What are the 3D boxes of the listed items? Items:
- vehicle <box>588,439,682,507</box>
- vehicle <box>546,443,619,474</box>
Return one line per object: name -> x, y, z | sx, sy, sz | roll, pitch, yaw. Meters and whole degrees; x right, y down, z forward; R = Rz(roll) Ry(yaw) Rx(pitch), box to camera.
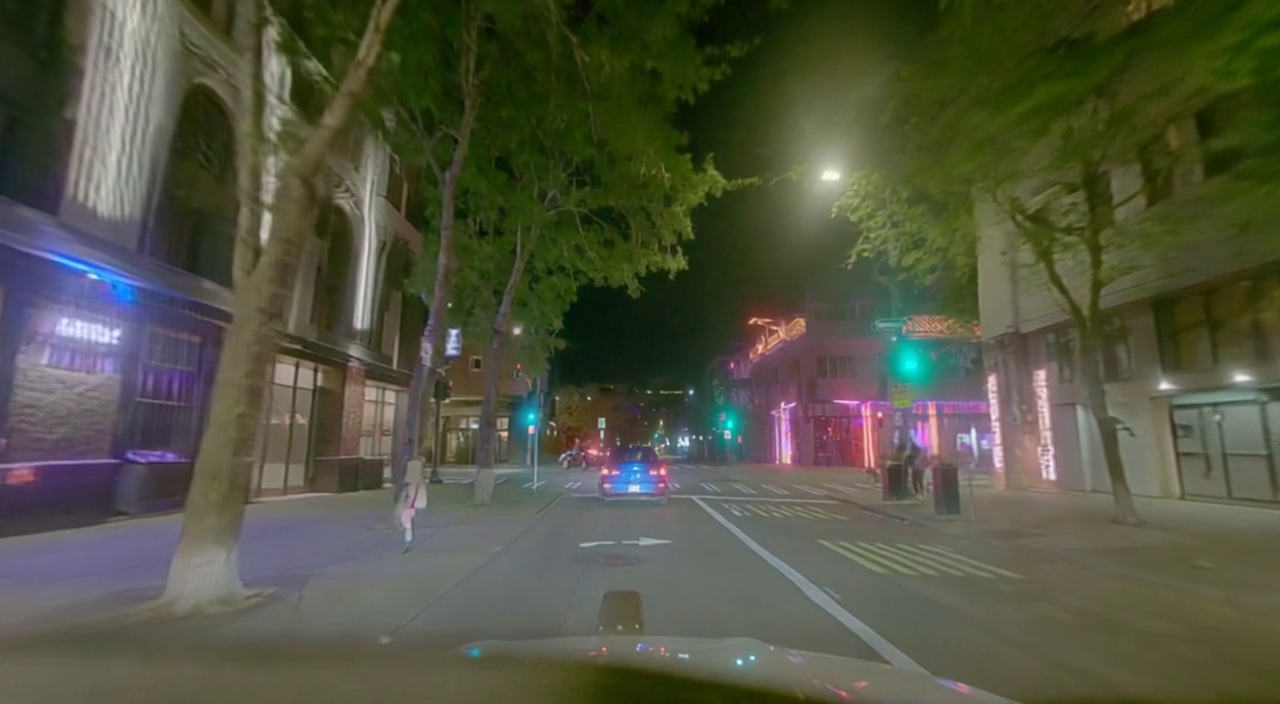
vehicle -> -0.146, 3.057, 16.440 | 2.106, 1.482, 4.459 | 0, -9, -1
vehicle -> -3.124, 5.581, 33.283 | 1.871, 1.468, 4.627 | 5, -10, -33
